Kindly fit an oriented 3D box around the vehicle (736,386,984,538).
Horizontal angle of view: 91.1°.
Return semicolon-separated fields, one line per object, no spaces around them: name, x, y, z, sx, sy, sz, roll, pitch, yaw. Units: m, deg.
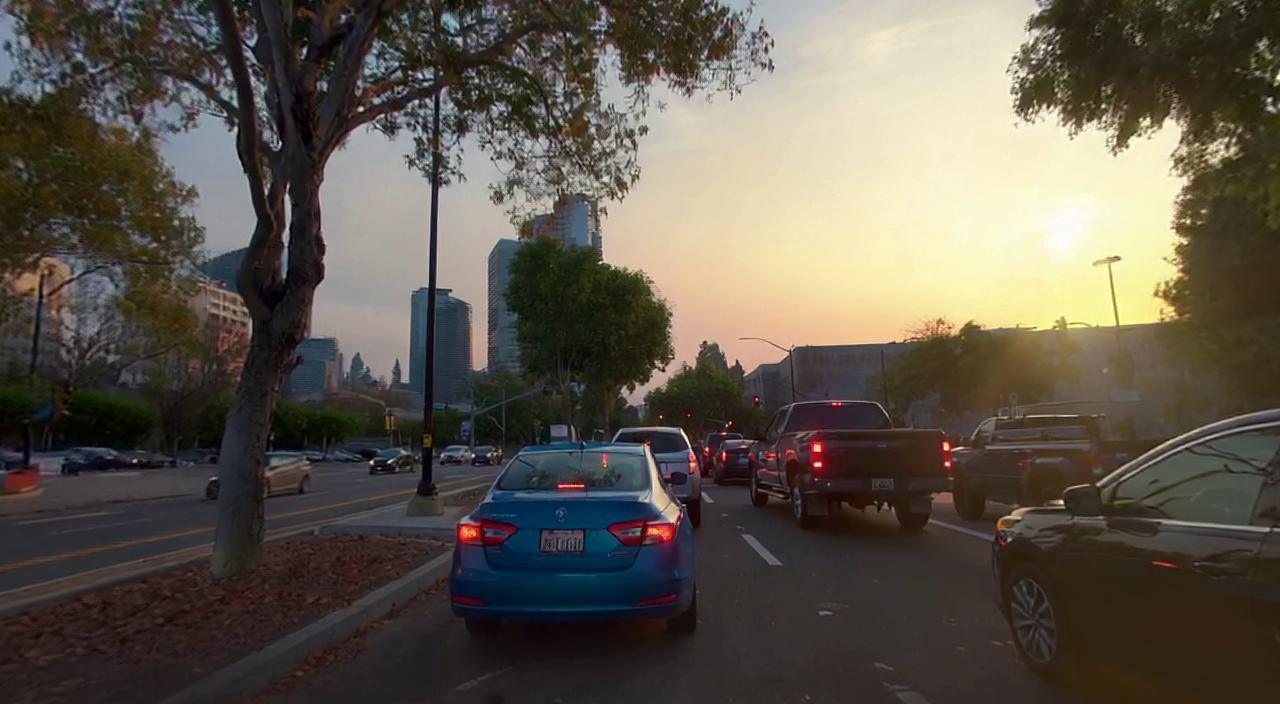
vehicle;3.513;1.959;11.699;2.444;2.098;5.766;0;-9;-1

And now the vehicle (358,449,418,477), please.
vehicle;-15.977;7.024;40.066;2.000;1.656;4.160;0;-8;1

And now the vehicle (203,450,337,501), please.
vehicle;-12.574;4.170;21.743;1.882;1.538;4.382;0;-8;1

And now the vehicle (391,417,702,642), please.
vehicle;-0.581;1.501;6.338;2.111;1.506;4.018;0;-9;2

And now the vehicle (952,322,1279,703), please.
vehicle;3.154;0.759;2.085;1.982;1.709;4.427;0;-9;1
